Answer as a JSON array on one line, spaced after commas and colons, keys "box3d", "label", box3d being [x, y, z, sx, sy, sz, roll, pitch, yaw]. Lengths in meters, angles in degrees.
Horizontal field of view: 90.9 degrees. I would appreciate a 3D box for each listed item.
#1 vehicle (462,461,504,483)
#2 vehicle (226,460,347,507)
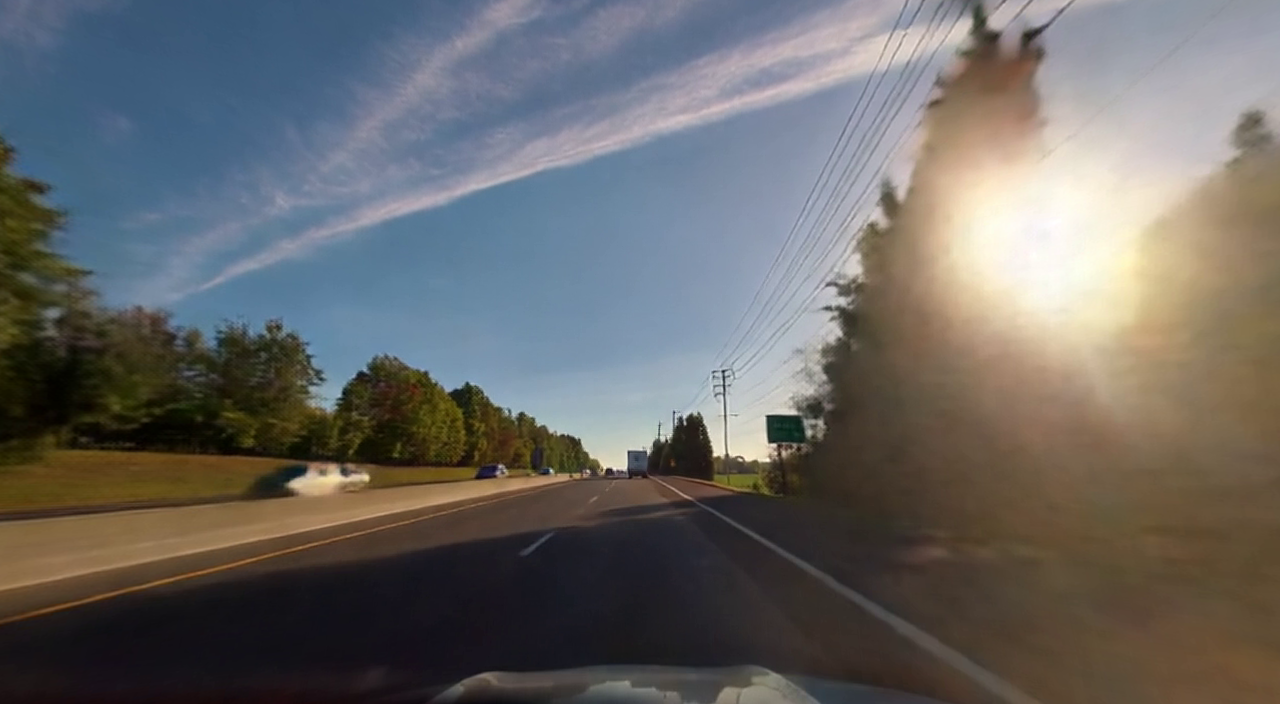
[{"box3d": [-12.020, 9.219, 48.505, 1.887, 1.528, 4.789, 1, -10, 1], "label": "vehicle"}, {"box3d": [-11.980, 4.471, 21.667, 1.877, 1.429, 3.879, 1, -10, 0], "label": "vehicle"}]
